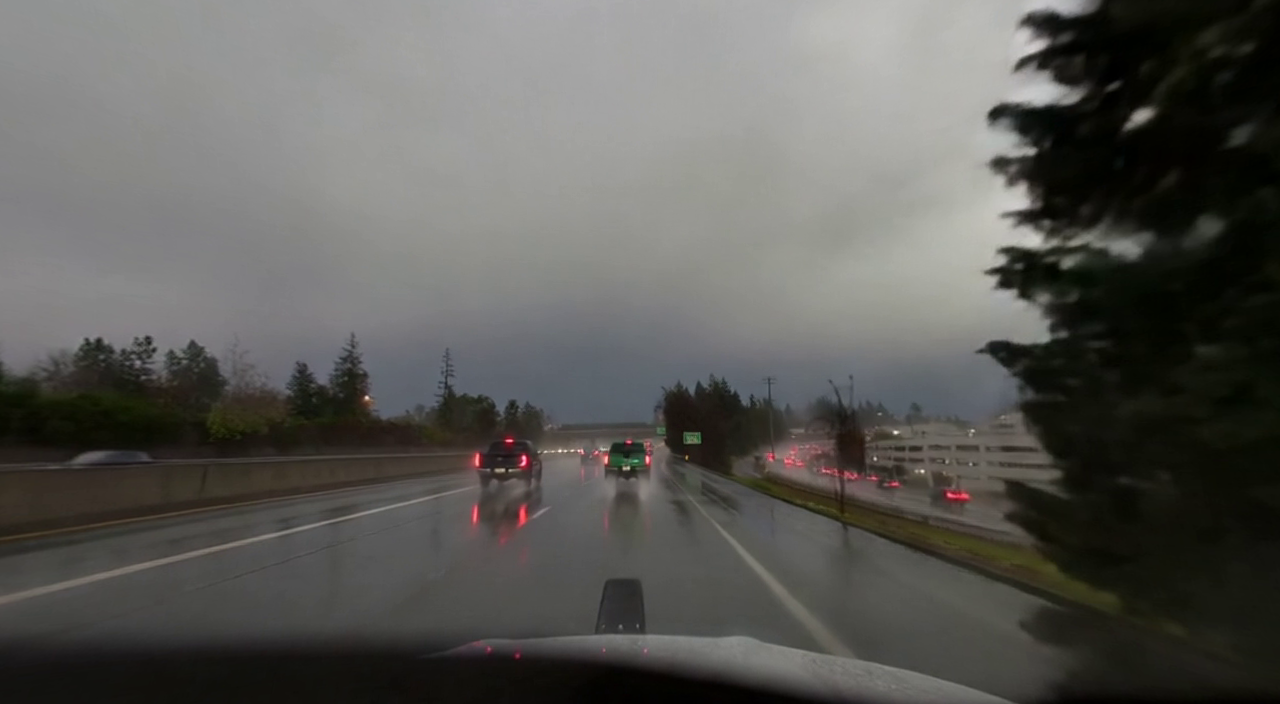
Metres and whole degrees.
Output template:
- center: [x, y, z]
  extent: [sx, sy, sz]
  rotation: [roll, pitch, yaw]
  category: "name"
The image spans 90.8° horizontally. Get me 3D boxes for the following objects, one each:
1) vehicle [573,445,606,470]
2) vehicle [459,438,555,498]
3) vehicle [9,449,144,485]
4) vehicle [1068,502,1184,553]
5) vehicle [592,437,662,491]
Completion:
- center: [-3.837, 8.038, 48.313]
  extent: [1.991, 1.776, 4.333]
  rotation: [0, -8, 2]
  category: "vehicle"
- center: [-4.211, 3.752, 20.984]
  extent: [2.038, 1.704, 5.181]
  rotation: [0, -8, 0]
  category: "vehicle"
- center: [-24.872, 5.061, 28.161]
  extent: [1.883, 1.458, 4.499]
  rotation: [0, -8, 0]
  category: "vehicle"
- center: [21.689, 7.823, 28.487]
  extent: [1.956, 1.594, 4.425]
  rotation: [-1, -8, 5]
  category: "vehicle"
- center: [-0.368, 4.011, 23.027]
  extent: [2.293, 1.753, 4.380]
  rotation: [0, -8, 1]
  category: "vehicle"
